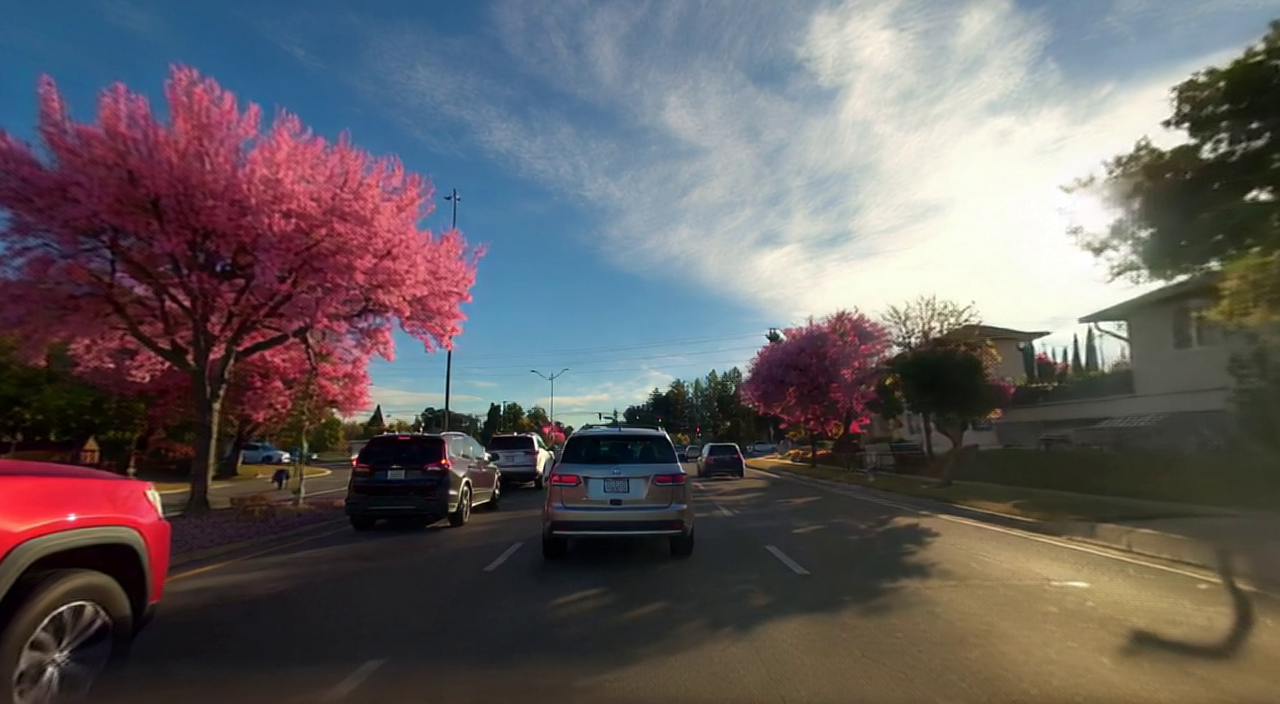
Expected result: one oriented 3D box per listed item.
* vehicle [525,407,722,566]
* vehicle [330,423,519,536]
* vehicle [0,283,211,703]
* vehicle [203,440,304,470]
[{"bbox_3d":[-0.194,1.750,8.898,2.112,1.693,4.058,0,-8,0],"label":"vehicle"},{"bbox_3d":[-3.658,2.237,11.680,1.948,1.668,4.279,0,-8,0],"label":"vehicle"},{"bbox_3d":[-3.522,0.519,0.977,2.304,1.928,4.833,0,-8,0],"label":"vehicle"},{"bbox_3d":[-28.500,7.602,46.859,5.856,2.096,2.481,3,-9,-18],"label":"vehicle"}]
